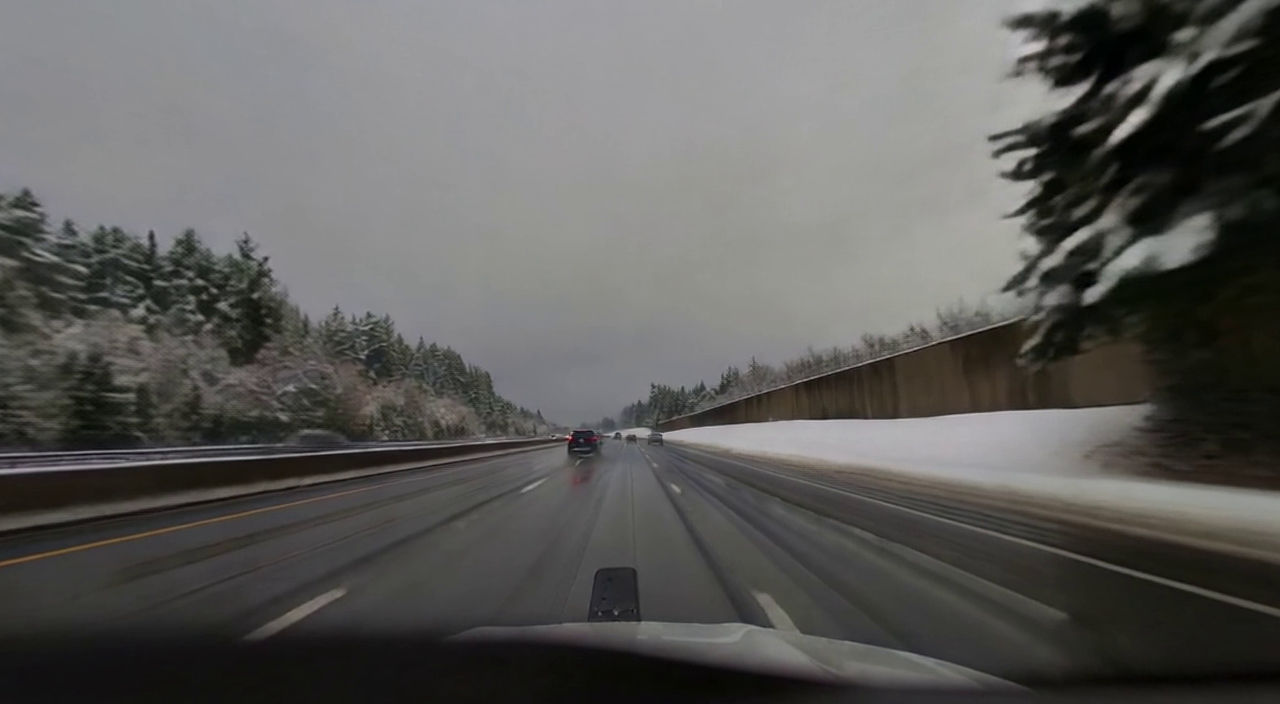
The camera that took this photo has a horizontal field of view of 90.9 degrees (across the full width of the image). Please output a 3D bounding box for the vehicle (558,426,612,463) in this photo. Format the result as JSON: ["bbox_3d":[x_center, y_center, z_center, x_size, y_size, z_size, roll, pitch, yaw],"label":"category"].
[{"bbox_3d":[-2.772,4.763,32.672,2.306,1.730,4.606,0,-8,1],"label":"vehicle"}]

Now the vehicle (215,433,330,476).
[{"bbox_3d":[-13.757,3.820,23.932,1.917,1.466,4.269,0,-8,-2],"label":"vehicle"}]
